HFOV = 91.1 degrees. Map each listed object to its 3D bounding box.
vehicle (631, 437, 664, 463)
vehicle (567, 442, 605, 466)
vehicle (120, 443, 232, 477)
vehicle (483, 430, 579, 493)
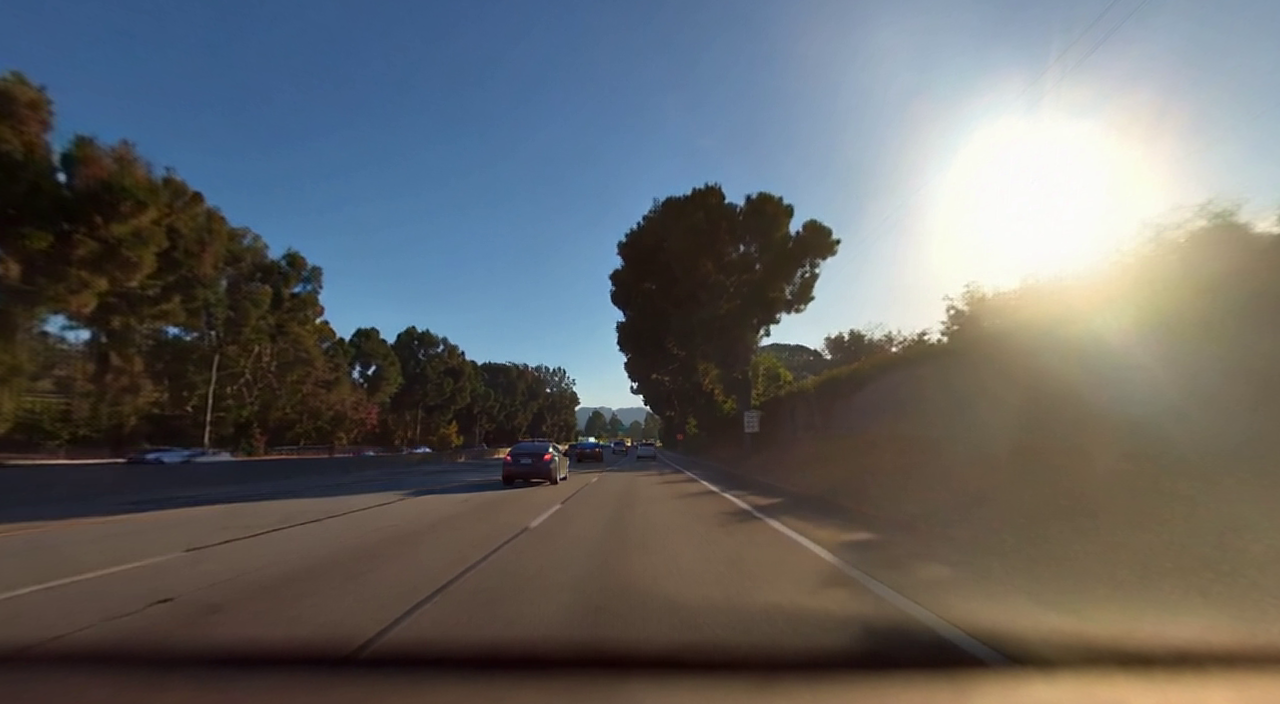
[{"bbox_3d":[0.535,7.240,46.360,2.285,1.797,4.478,0,-8,0],"label":"vehicle"},{"bbox_3d":[-3.458,6.603,40.783,2.055,1.431,3.921,0,-8,2],"label":"vehicle"},{"bbox_3d":[-27.995,6.501,38.214,2.338,1.906,5.757,0,-8,2],"label":"vehicle"},{"bbox_3d":[-3.152,3.261,19.096,2.056,1.679,4.204,0,-8,1],"label":"vehicle"}]
